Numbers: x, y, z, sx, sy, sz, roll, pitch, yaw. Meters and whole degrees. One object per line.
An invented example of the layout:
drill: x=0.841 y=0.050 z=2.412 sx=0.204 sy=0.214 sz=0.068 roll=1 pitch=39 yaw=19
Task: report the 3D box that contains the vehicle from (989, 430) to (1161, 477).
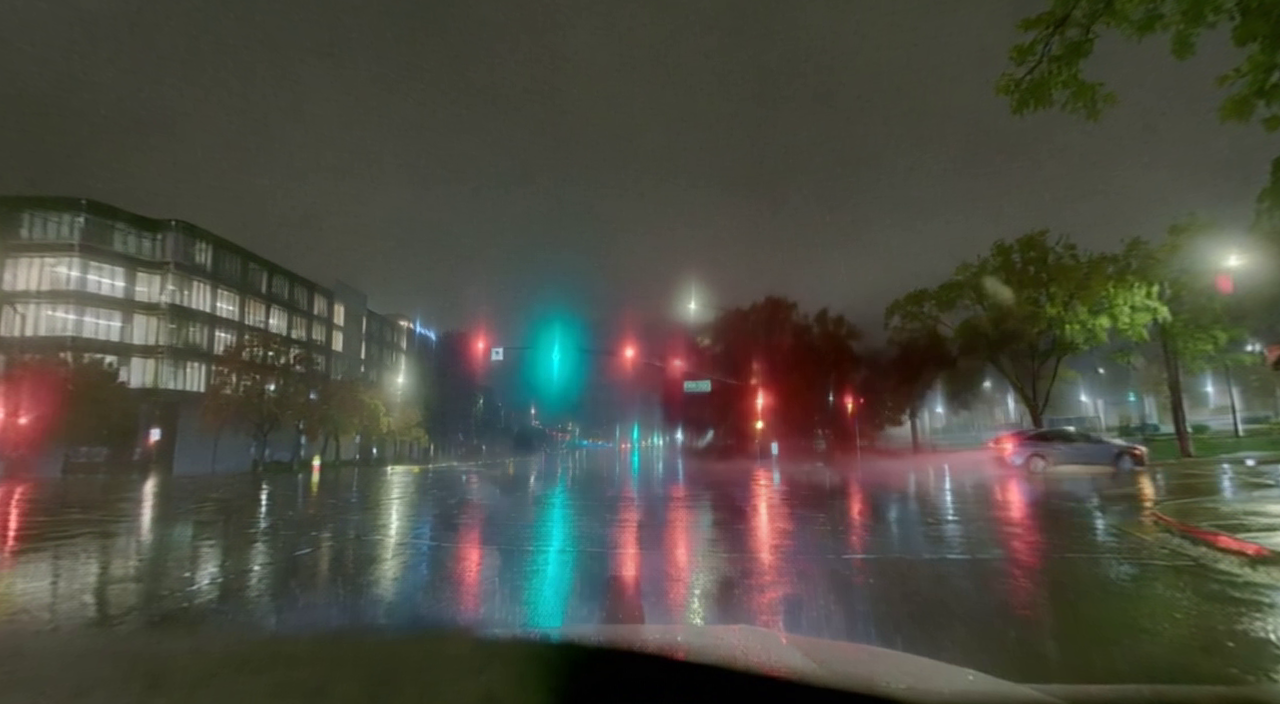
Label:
vehicle: x=17.598 y=4.125 z=25.806 sx=5.357 sy=1.814 sz=2.141 roll=-1 pitch=-8 yaw=2
